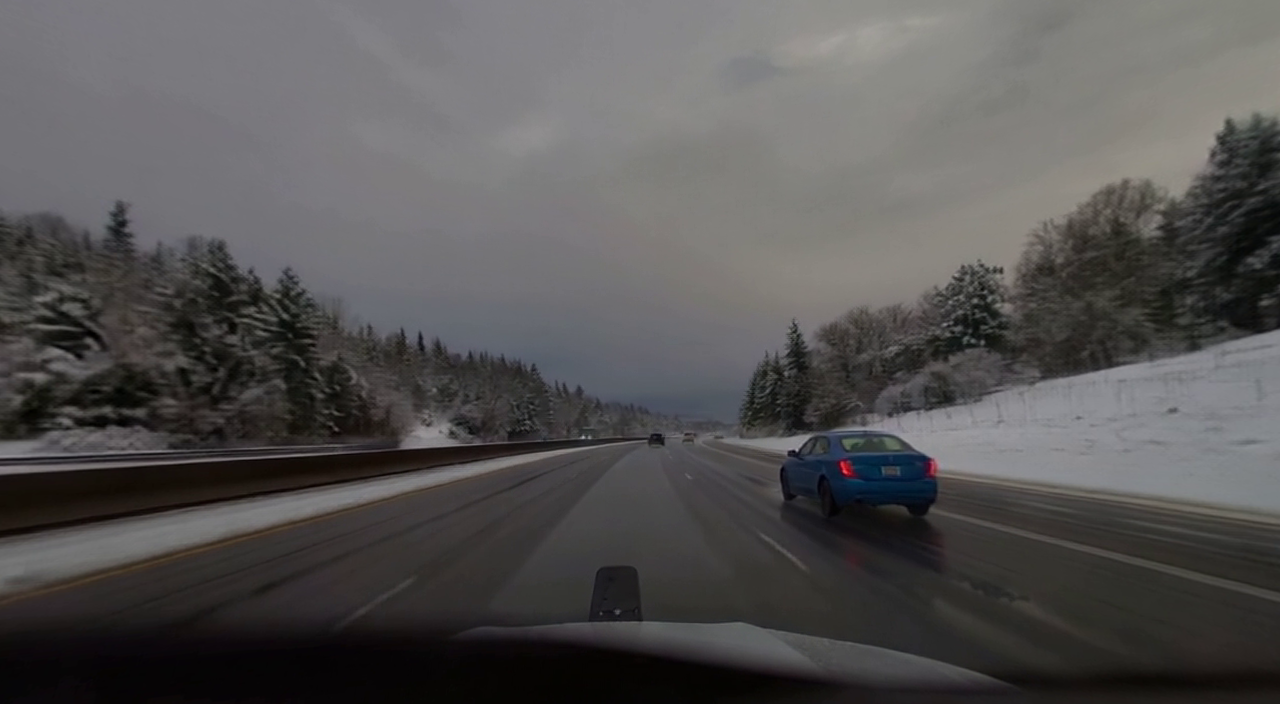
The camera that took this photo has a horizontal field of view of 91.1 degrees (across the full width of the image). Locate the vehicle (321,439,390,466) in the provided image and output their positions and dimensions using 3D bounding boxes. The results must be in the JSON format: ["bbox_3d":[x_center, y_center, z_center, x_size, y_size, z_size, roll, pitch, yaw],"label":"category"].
[{"bbox_3d":[-16.777,5.927,37.324,1.901,1.459,4.603,0,-8,0],"label":"vehicle"}]

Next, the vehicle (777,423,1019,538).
[{"bbox_3d":[3.769,1.924,10.204,1.982,1.452,4.294,0,-8,-2],"label":"vehicle"}]
